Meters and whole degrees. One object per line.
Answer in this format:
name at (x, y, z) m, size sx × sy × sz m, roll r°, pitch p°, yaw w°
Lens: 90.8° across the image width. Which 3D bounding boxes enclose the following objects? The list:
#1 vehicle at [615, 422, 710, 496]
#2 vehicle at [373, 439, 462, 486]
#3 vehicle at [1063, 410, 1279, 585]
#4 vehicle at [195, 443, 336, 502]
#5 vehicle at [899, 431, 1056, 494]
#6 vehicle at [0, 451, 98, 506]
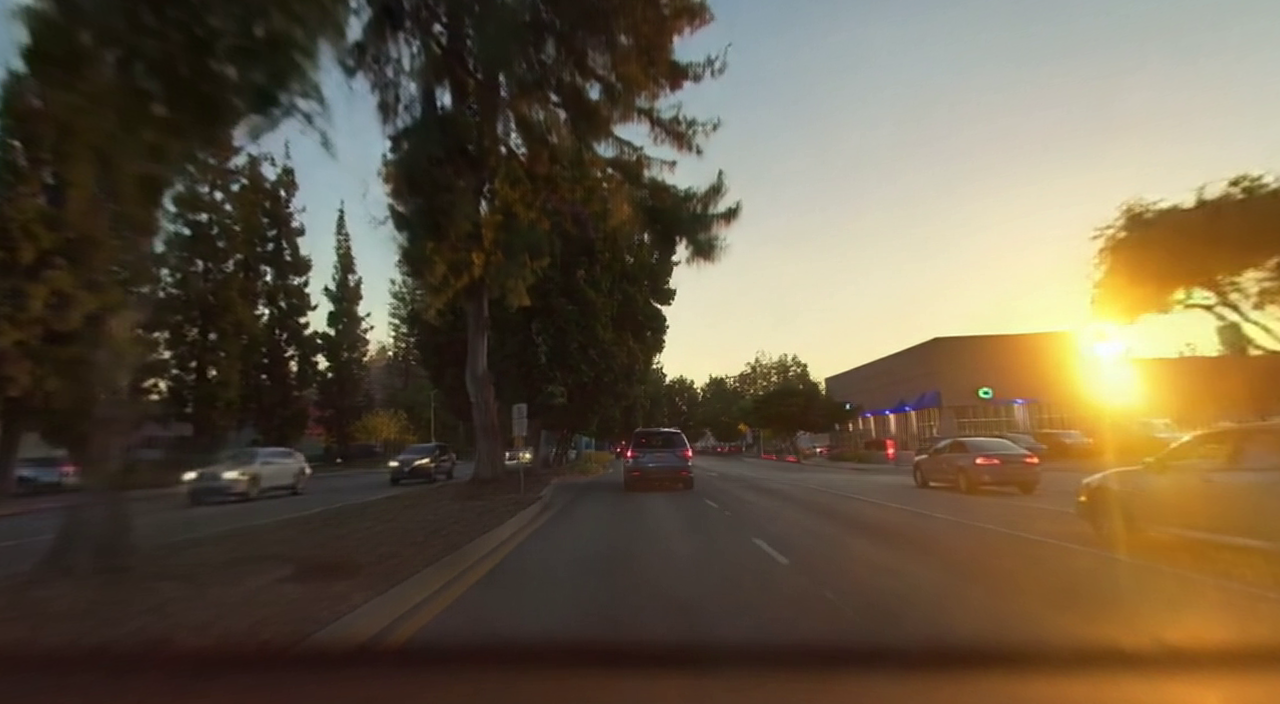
vehicle at (0.474, 3.085, 18.618) m, size 2.300 × 1.870 × 4.936 m, roll 0°, pitch -8°, yaw -4°
vehicle at (-9.271, 4.625, 26.758) m, size 2.104 × 1.778 × 4.520 m, roll 0°, pitch -8°, yaw 0°
vehicle at (6.477, 1.314, 5.895) m, size 1.994 × 1.488 × 4.313 m, roll 0°, pitch -8°, yaw -1°
vehicle at (-12.271, 3.936, 21.142) m, size 2.054 × 1.749 × 4.443 m, roll 0°, pitch -8°, yaw -1°
vehicle at (9.155, 3.027, 17.651) m, size 1.894 × 1.517 × 4.419 m, roll 0°, pitch -8°, yaw -1°
vehicle at (-25.213, 4.987, 25.252) m, size 5.966 × 1.957 × 2.305 m, roll -3°, pitch -9°, yaw 16°
